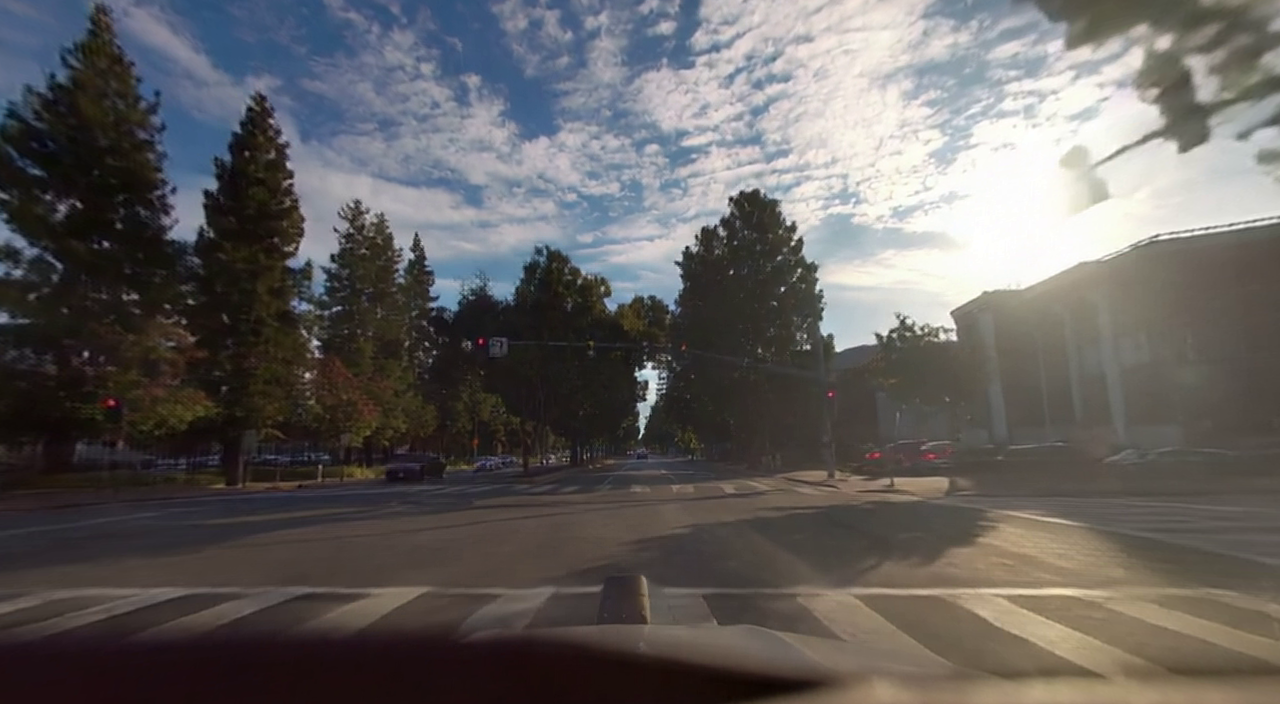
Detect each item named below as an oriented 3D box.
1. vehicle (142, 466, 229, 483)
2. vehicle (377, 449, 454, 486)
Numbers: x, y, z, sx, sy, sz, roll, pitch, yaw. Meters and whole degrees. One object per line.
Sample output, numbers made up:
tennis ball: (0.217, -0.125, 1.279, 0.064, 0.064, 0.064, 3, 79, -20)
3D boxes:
vehicle: (-30.548, 8.239, 42.254, 4.611, 1.021, 1.473, 1, -8, -4)
vehicle: (-11.528, 5.936, 32.640, 2.069, 1.673, 4.853, -1, -8, 1)
